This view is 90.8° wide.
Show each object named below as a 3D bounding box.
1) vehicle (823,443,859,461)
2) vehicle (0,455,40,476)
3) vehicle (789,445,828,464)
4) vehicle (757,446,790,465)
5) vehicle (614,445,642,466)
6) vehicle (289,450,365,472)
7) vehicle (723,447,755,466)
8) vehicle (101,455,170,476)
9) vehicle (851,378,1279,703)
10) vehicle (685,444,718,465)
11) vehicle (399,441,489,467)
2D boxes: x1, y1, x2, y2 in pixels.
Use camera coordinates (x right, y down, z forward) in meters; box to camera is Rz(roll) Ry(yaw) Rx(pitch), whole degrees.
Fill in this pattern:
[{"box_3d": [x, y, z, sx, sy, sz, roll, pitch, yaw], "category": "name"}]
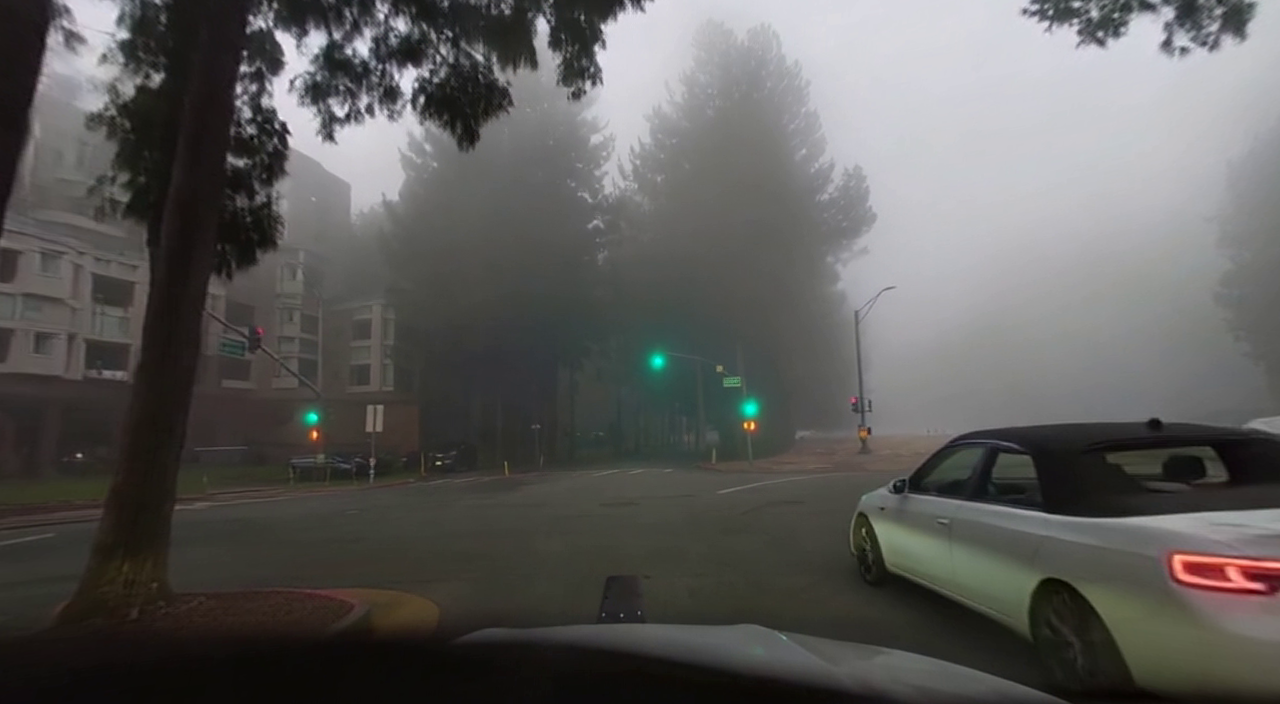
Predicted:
[{"box_3d": [15.311, 7.627, 48.233, 1.704, 1.365, 3.315, 0, -9, 1], "category": "vehicle"}, {"box_3d": [-46.142, 8.253, 45.980, 1.627, 1.392, 3.330, 0, -9, 0], "category": "vehicle"}, {"box_3d": [12.803, 7.781, 48.113, 2.006, 1.371, 3.426, 0, -9, 0], "category": "vehicle"}, {"box_3d": [10.108, 7.860, 48.004, 1.692, 1.343, 3.352, 0, -9, -1], "category": "vehicle"}, {"box_3d": [-0.928, 7.874, 48.214, 2.024, 1.489, 4.613, 0, -9, -1], "category": "vehicle"}, {"box_3d": [-21.563, 7.509, 43.587, 4.207, 1.508, 1.875, 0, -9, 2], "category": "vehicle"}, {"box_3d": [7.503, 7.962, 48.266, 1.889, 1.358, 3.751, 0, -9, 1], "category": "vehicle"}, {"box_3d": [-36.236, 8.159, 45.471, 1.709, 1.410, 3.945, 0, -9, -1], "category": "vehicle"}, {"box_3d": [3.309, 1.195, 4.718, 1.903, 1.529, 4.254, 0, -9, -1], "category": "vehicle"}, {"box_3d": [4.597, 7.754, 47.952, 1.983, 1.453, 4.180, 0, -9, -1], "category": "vehicle"}, {"box_3d": [-14.600, 7.645, 47.302, 6.021, 1.868, 2.172, 0, -9, 1], "category": "vehicle"}]
